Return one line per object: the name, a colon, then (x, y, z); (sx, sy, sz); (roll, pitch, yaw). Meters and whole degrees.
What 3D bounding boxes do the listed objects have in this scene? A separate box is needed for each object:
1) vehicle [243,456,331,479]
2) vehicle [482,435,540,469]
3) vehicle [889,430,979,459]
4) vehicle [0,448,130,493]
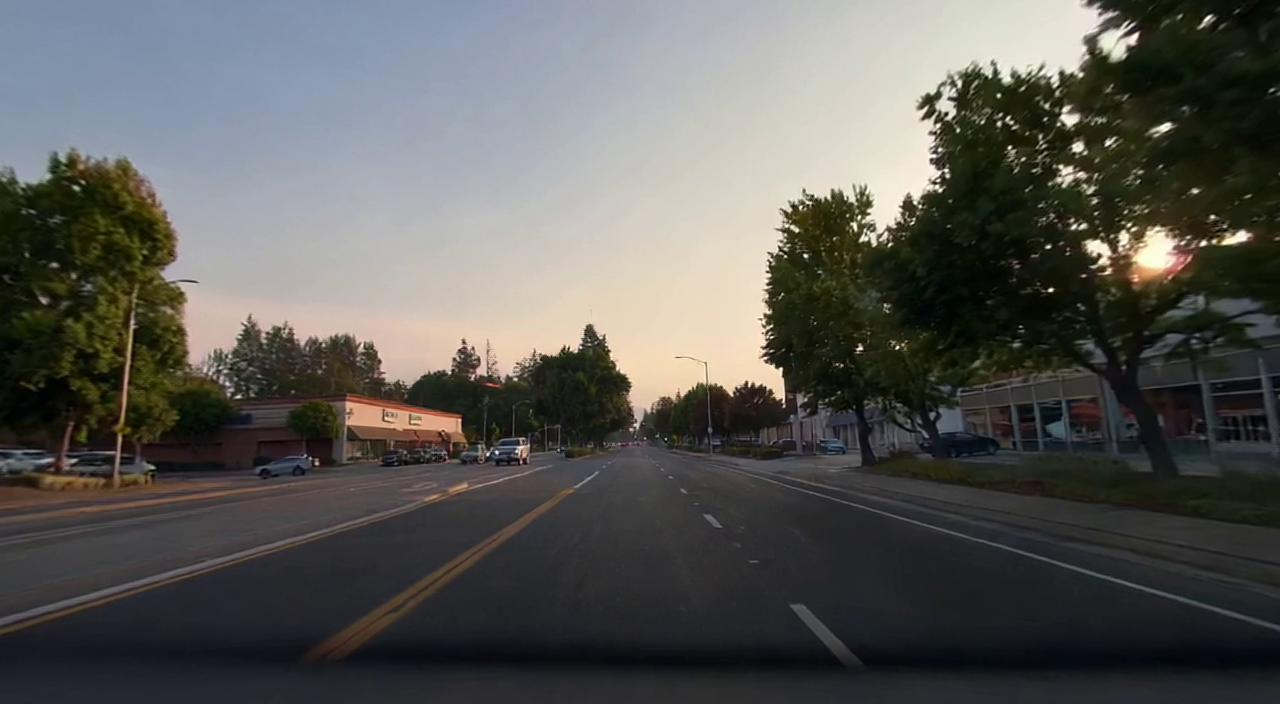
vehicle: (-23.270, 7.617, 41.770); (4.578, 1.448, 1.904); (0, -8, -2)
vehicle: (-7.826, 6.106, 38.917); (2.452, 1.905, 6.188); (0, -8, -2)
vehicle: (16.663, 5.233, 35.781); (4.647, 1.514, 1.891); (4, -9, -23)
vehicle: (-30.451, 6.152, 33.288); (2.271, 1.965, 5.778); (-3, -7, 0)
